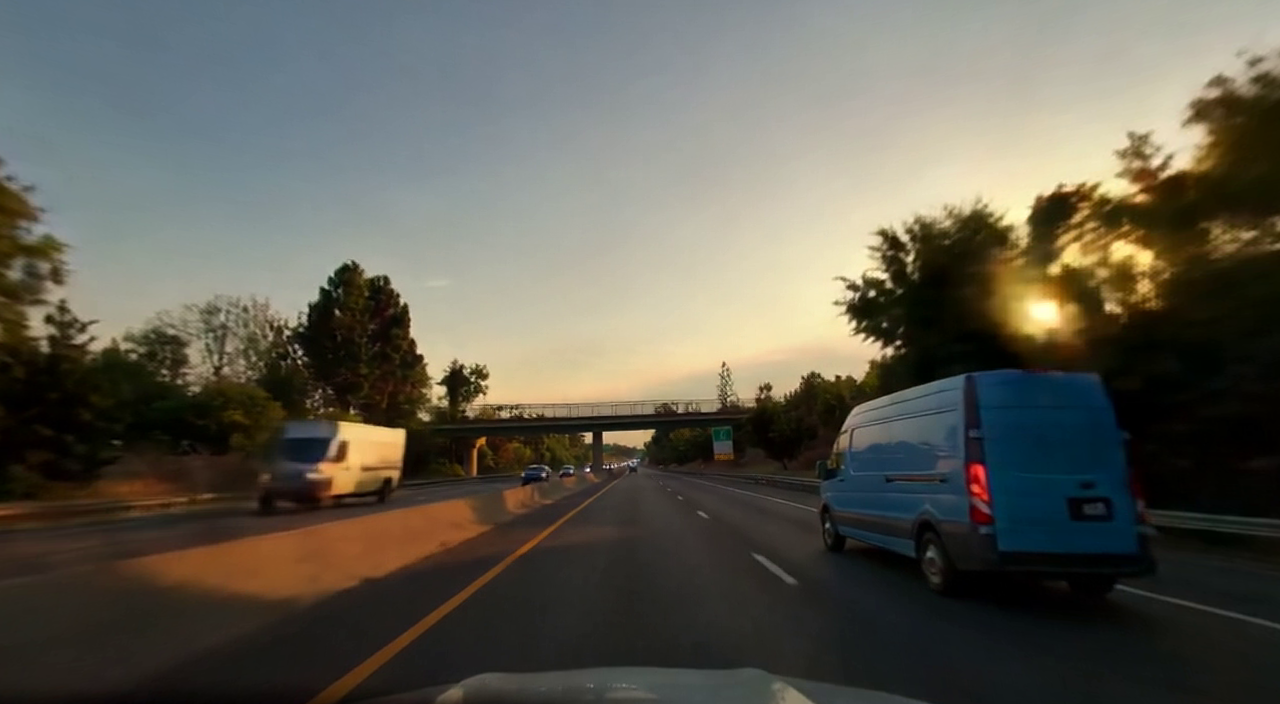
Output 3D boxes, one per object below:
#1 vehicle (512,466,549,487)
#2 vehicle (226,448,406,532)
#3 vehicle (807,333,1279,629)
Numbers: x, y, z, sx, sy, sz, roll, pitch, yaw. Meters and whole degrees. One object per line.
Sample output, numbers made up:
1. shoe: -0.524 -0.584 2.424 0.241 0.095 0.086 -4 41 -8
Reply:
1. vehicle: -8.162 9.349 47.291 1.947 1.513 4.250 1 -10 0
2. vehicle: -7.654 3.318 15.508 1.933 1.723 4.614 1 -10 0
3. vehicle: 4.528 1.723 8.975 2.372 2.581 6.763 1 -10 0
